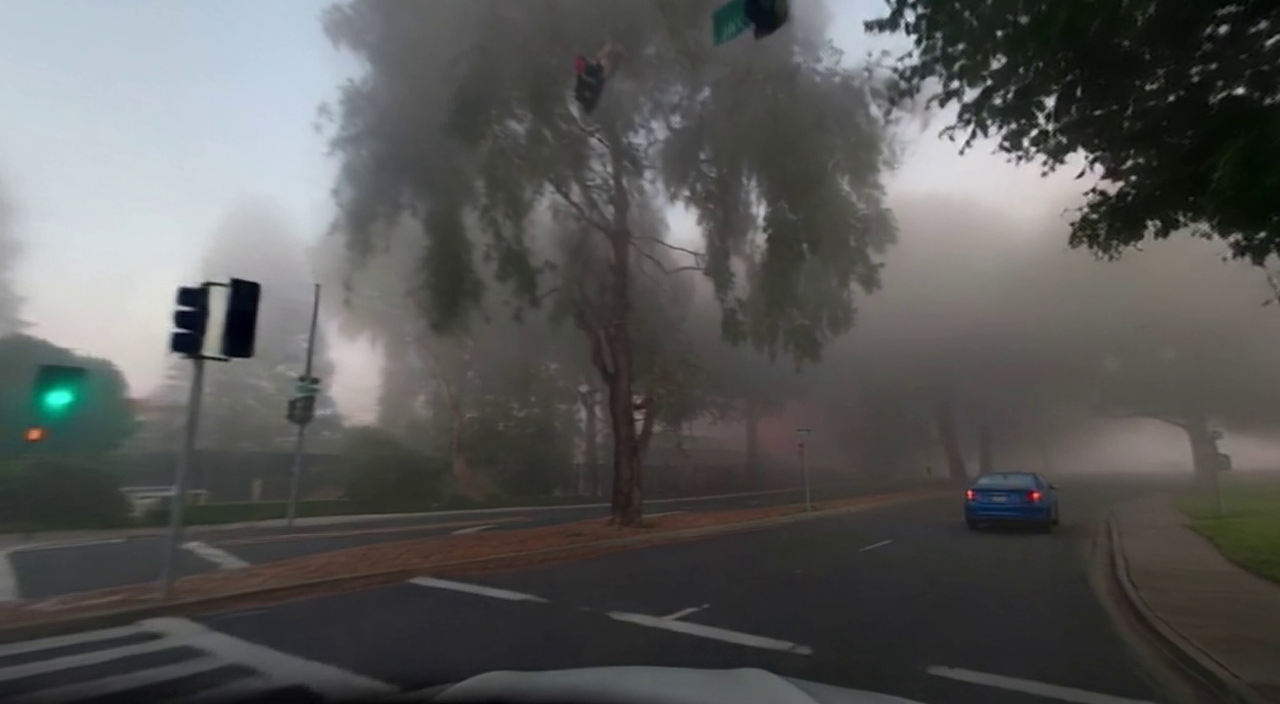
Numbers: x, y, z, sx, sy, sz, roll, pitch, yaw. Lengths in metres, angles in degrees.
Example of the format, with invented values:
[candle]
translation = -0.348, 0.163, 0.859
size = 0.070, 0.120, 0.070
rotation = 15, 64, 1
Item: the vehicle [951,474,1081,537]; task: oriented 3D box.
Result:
[vehicle]
translation = 9.495, 3.682, 15.669
size = 1.972, 1.250, 5.282
rotation = -8, -13, 38
